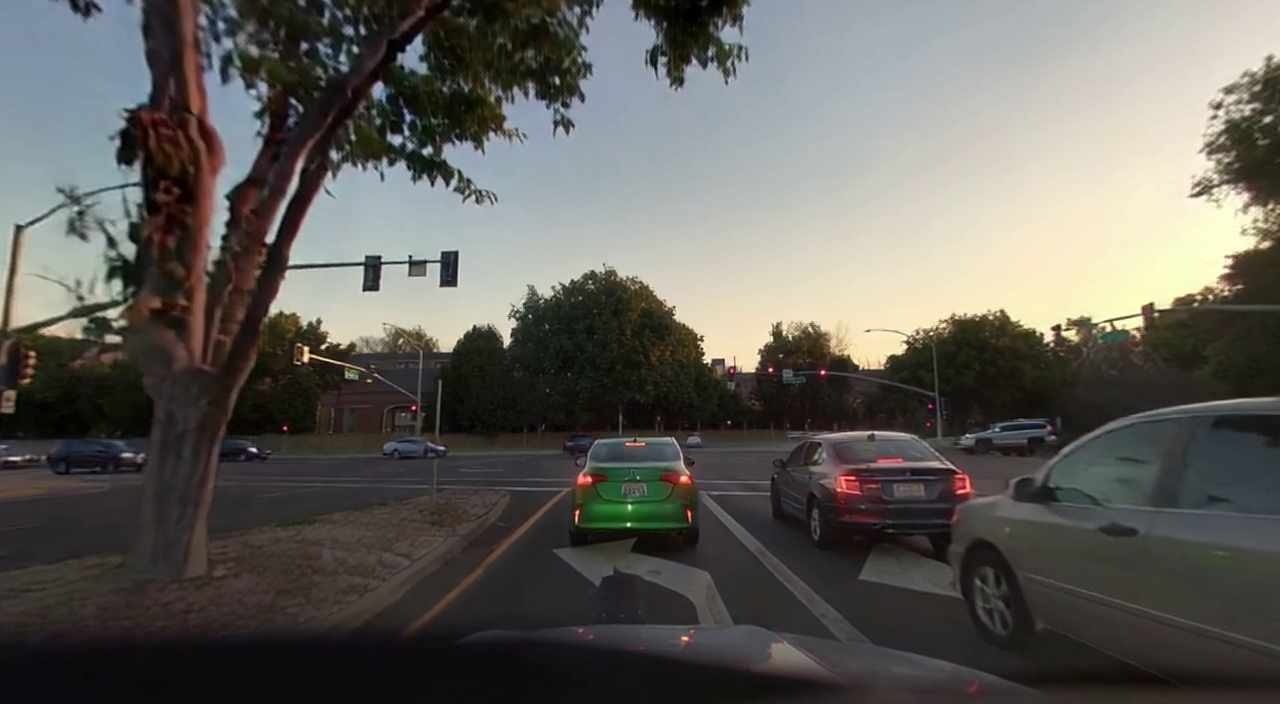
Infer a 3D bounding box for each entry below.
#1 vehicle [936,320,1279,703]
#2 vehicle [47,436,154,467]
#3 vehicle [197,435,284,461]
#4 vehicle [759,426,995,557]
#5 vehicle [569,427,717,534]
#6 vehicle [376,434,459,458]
[{"bbox_3d":[3.413,0.810,2.505,2.111,1.780,4.990,0,-9,1],"label":"vehicle"},{"bbox_3d":[-30.360,5.590,35.622,4.517,1.637,1.935,-1,-9,8],"label":"vehicle"},{"bbox_3d":[-26.491,6.361,41.941,4.526,1.649,1.920,-1,-9,4],"label":"vehicle"},{"bbox_3d":[3.131,1.923,9.466,1.861,1.479,4.371,0,-9,0],"label":"vehicle"},{"bbox_3d":[0.067,2.082,10.812,2.026,1.458,4.175,0,-9,1],"label":"vehicle"},{"bbox_3d":[-14.407,6.128,41.106,4.670,1.542,1.861,1,-9,-5],"label":"vehicle"}]
